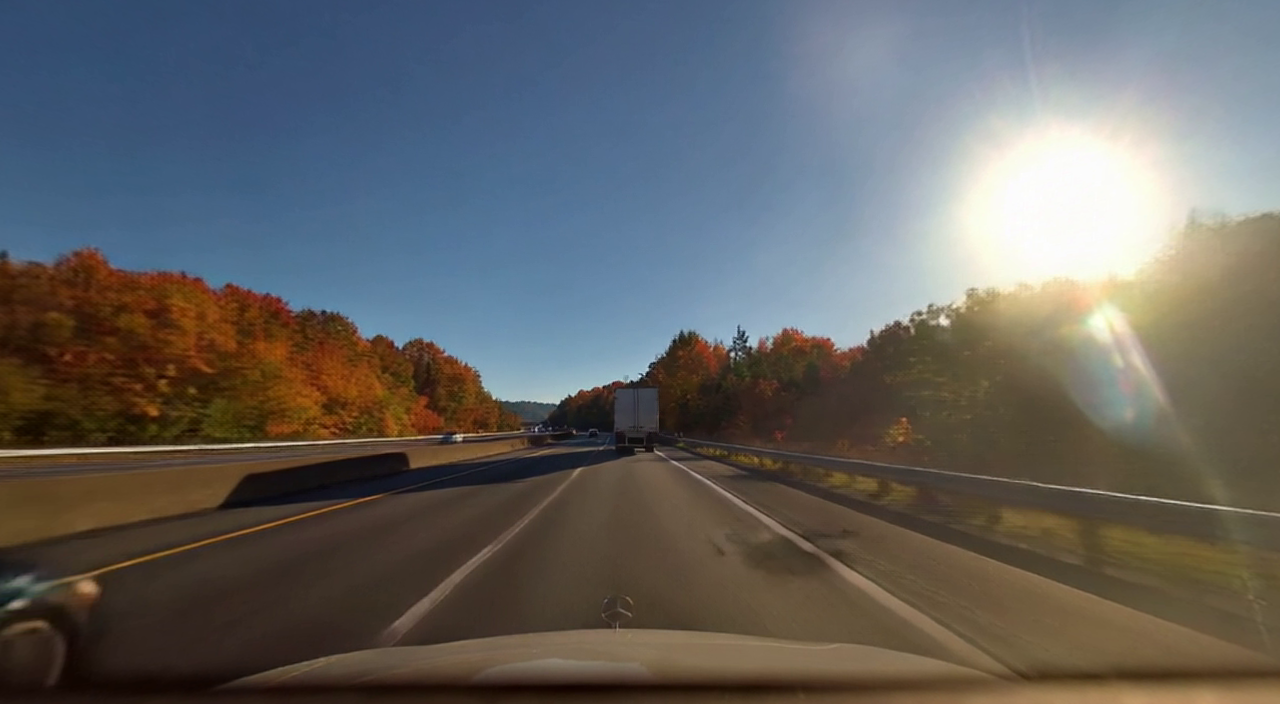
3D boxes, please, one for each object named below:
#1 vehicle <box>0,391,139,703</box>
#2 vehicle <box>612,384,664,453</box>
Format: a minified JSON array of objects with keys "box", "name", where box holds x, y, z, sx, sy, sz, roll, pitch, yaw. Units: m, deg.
[{"box":[-3.572,0.704,0.901,2.217,1.495,4.245,0,-8,0],"name":"vehicle"},{"box":[-0.293,4.663,42.617,3.013,4.016,11.496,0,-8,-2],"name":"vehicle"}]
